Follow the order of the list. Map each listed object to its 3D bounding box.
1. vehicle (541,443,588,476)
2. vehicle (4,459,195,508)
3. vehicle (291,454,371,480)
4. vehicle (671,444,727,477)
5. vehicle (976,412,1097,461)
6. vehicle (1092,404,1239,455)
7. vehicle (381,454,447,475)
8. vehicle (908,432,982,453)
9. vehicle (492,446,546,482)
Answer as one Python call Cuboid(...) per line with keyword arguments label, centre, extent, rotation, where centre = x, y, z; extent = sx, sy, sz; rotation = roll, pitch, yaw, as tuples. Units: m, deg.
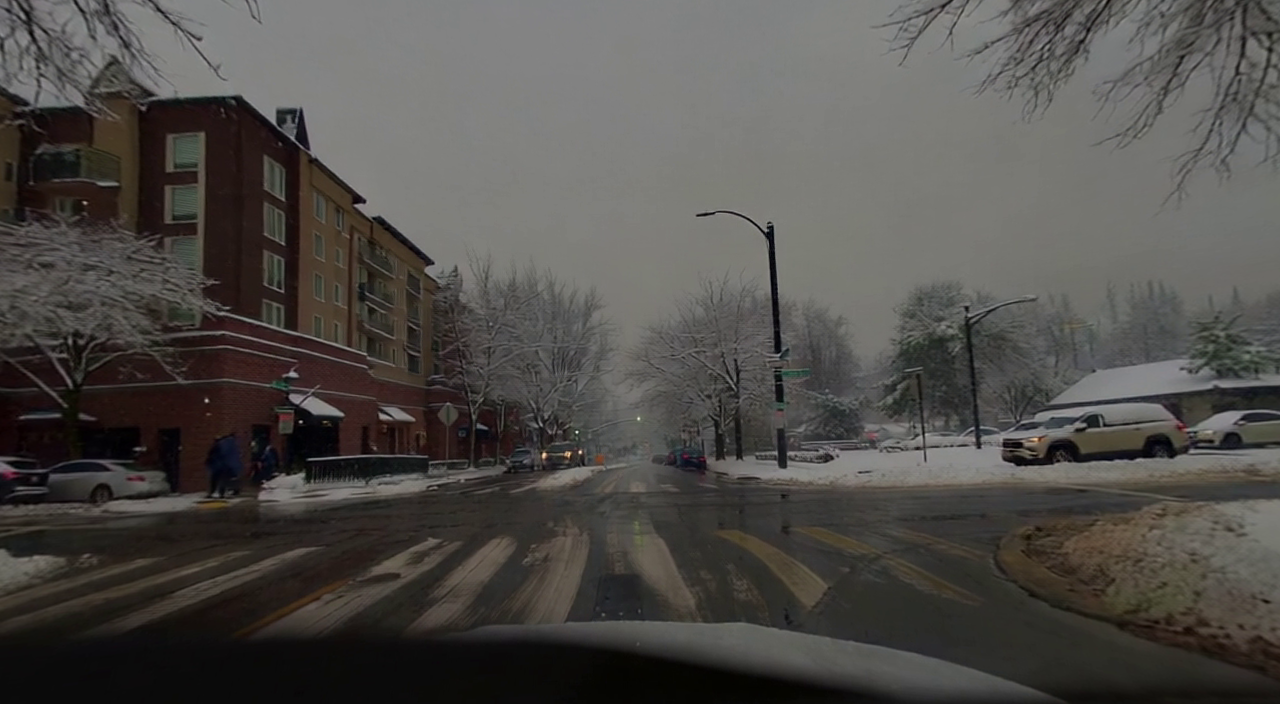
Cuboid(label="vehicle", centre=(-4.447, 6.371, 37.714), extent=(2.102, 1.768, 4.290), rotation=(-1, -9, 3))
Cuboid(label="vehicle", centre=(-17.316, 4.212, 20.408), extent=(4.439, 1.448, 1.793), rotation=(0, -9, 0))
Cuboid(label="vehicle", centre=(-23.204, 8.632, 47.539), extent=(4.844, 1.836, 2.117), rotation=(-1, -8, 5))
Cuboid(label="vehicle", centre=(3.196, 5.696, 33.498), extent=(1.942, 1.603, 3.785), rotation=(-2, -8, 22))
Cuboid(label="vehicle", centre=(16.743, 3.659, 27.033), extent=(2.041, 1.921, 4.574), rotation=(0, -9, -2))
Cuboid(label="vehicle", centre=(22.304, 3.401, 27.180), extent=(2.137, 1.962, 4.988), rotation=(-1, -9, 3))
Cuboid(label="vehicle", centre=(-16.911, 8.427, 47.404), extent=(4.203, 1.544, 1.889), rotation=(0, -8, 1))
Cuboid(label="vehicle", centre=(23.016, 6.855, 47.822), extent=(4.528, 1.475, 2.070), rotation=(0, -8, 3))
Cuboid(label="vehicle", centre=(-7.614, 7.050, 40.302), extent=(2.193, 1.814, 5.061), rotation=(-9, -9, 0))
